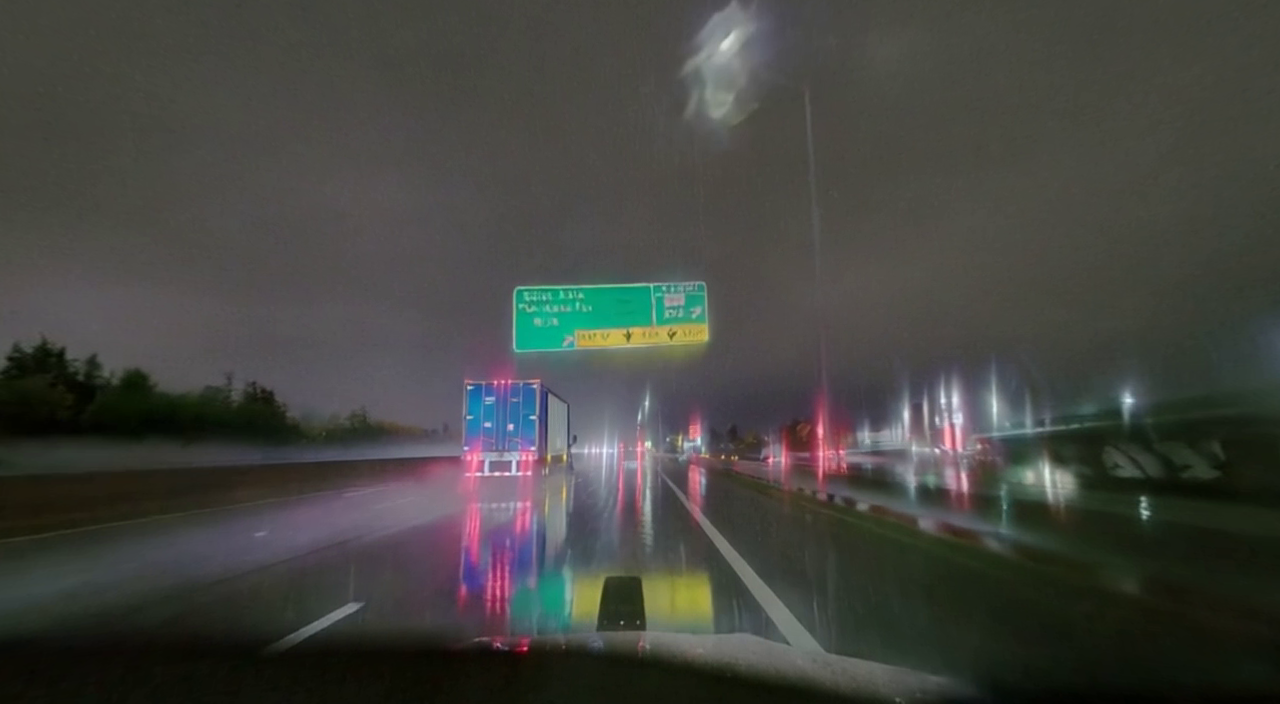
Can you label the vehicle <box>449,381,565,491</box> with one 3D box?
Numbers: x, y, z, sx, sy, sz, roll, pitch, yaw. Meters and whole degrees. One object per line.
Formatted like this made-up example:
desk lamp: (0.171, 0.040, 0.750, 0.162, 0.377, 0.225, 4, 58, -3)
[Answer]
vehicle: (-4.626, 3.198, 23.595, 2.707, 3.461, 7.191, 0, -9, 0)
